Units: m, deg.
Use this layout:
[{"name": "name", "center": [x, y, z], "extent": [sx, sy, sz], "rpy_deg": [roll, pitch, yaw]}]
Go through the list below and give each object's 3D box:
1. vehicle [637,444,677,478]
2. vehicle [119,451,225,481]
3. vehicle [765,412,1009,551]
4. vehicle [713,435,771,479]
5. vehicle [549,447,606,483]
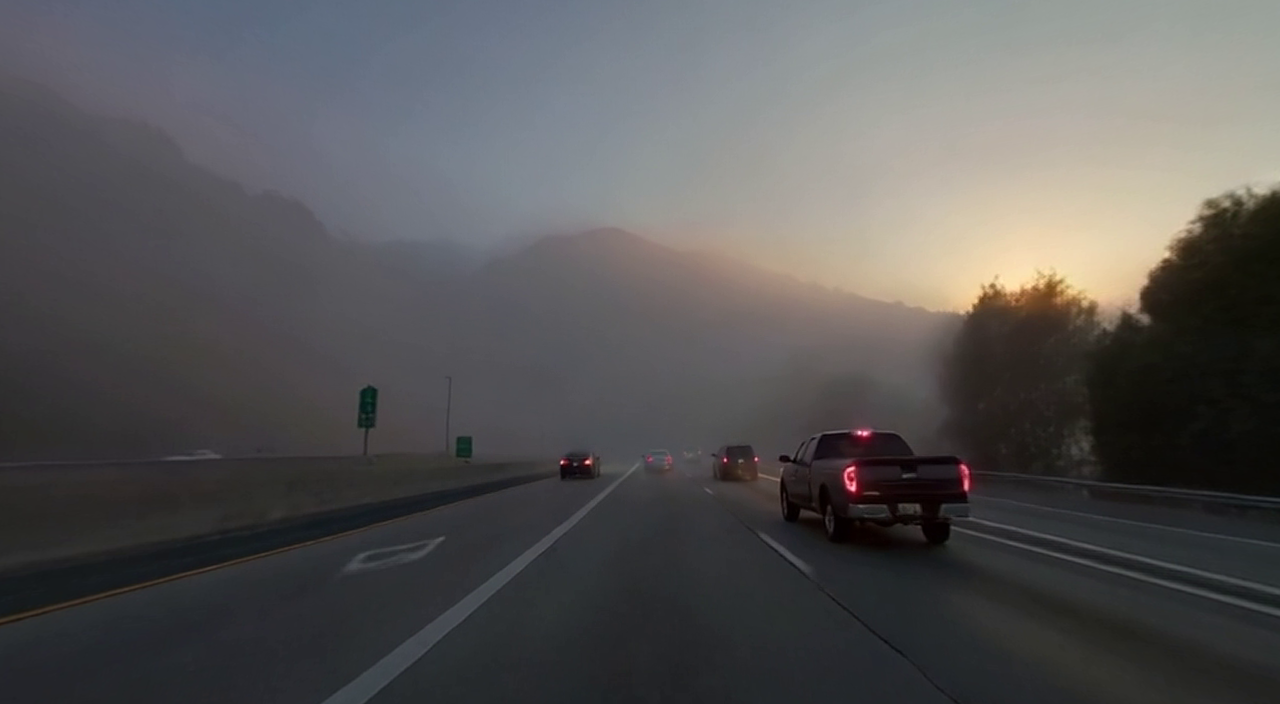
[{"name": "vehicle", "center": [0.866, 5.693, 33.219], "extent": [1.959, 1.604, 4.065], "rpy_deg": [-1, -8, 1]}, {"name": "vehicle", "center": [-27.859, 6.786, 37.855], "extent": [2.172, 1.609, 5.420], "rpy_deg": [-1, -8, 1]}, {"name": "vehicle", "center": [3.857, 2.144, 11.245], "extent": [2.229, 1.837, 5.387], "rpy_deg": [-1, -8, 1]}, {"name": "vehicle", "center": [4.866, 5.107, 30.863], "extent": [2.057, 1.958, 4.495], "rpy_deg": [0, -8, 0]}, {"name": "vehicle", "center": [-2.923, 5.393, 30.406], "extent": [2.109, 1.530, 4.646], "rpy_deg": [-1, -8, 2]}]
